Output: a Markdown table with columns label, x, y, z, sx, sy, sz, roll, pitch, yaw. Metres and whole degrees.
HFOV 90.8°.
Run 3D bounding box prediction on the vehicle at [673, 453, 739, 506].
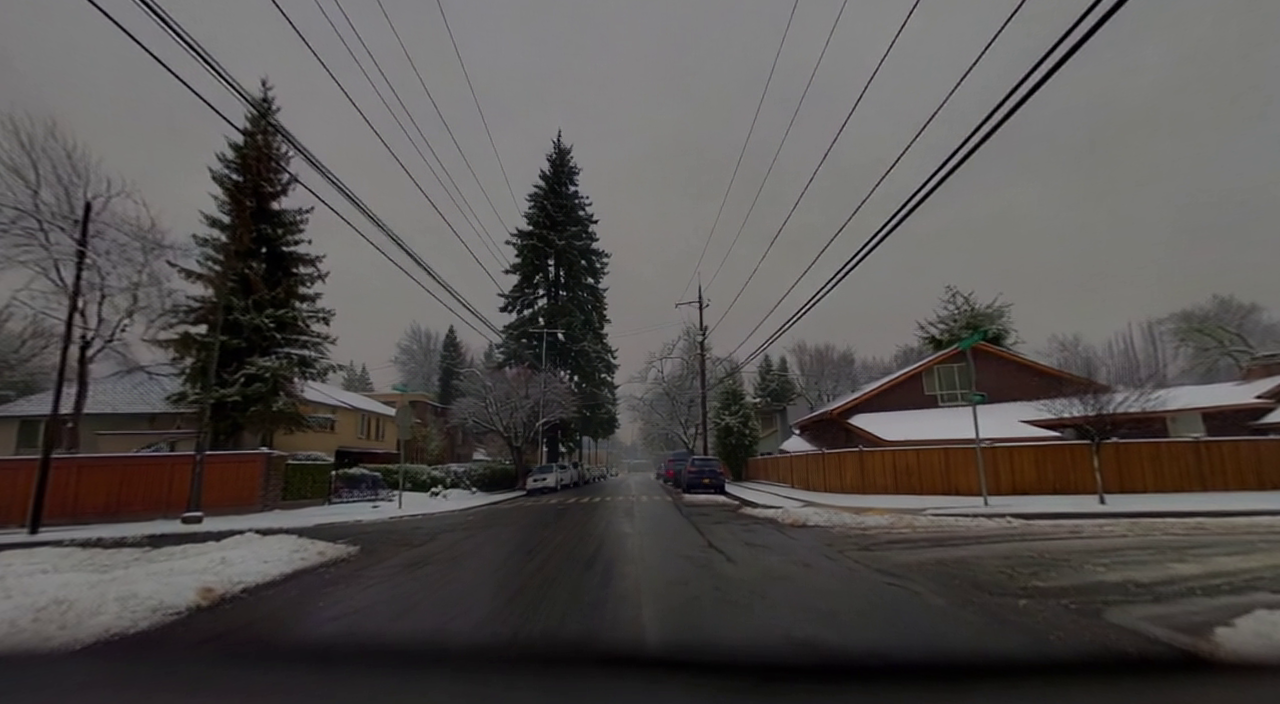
| label | x | y | z | sx | sy | sz | roll | pitch | yaw |
| --- | --- | --- | --- | --- | --- | --- | --- | --- | --- |
| vehicle | 2.592 | 5.115 | 25.824 | 2.051 | 1.874 | 4.459 | 0 | -8 | -2 |

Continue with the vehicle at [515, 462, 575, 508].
| label | x | y | z | sx | sy | sz | roll | pitch | yaw |
| --- | --- | --- | --- | --- | --- | --- | --- | --- | --- |
| vehicle | -4.294 | 6.095 | 29.327 | 2.189 | 1.771 | 4.571 | 0 | -8 | -1 |
